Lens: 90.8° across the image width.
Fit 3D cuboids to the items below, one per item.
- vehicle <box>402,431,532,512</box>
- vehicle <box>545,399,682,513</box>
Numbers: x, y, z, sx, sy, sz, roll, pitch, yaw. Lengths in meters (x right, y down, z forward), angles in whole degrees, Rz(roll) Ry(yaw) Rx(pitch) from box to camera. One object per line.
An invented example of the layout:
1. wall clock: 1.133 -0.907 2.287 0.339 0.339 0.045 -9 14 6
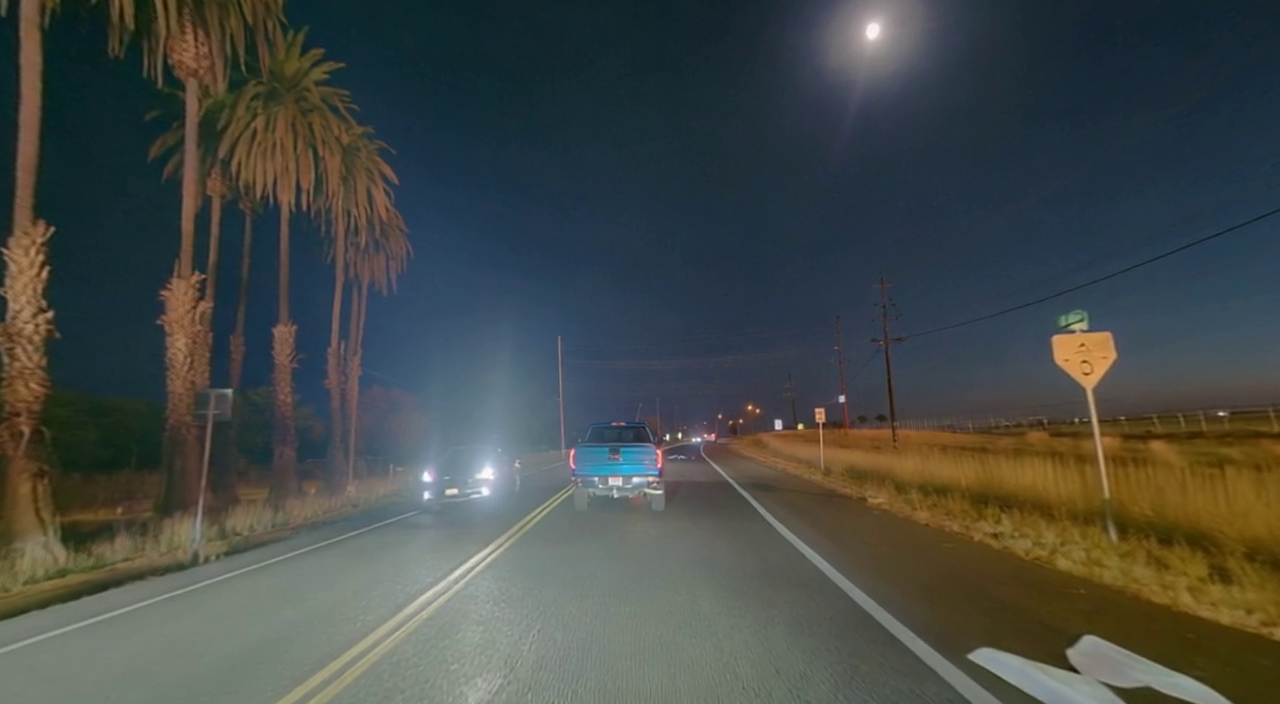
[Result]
1. vehicle: -4.411 3.127 17.049 2.128 1.834 4.877 0 -9 0
2. vehicle: -0.571 2.493 15.475 2.693 2.223 5.885 0 -9 -1
